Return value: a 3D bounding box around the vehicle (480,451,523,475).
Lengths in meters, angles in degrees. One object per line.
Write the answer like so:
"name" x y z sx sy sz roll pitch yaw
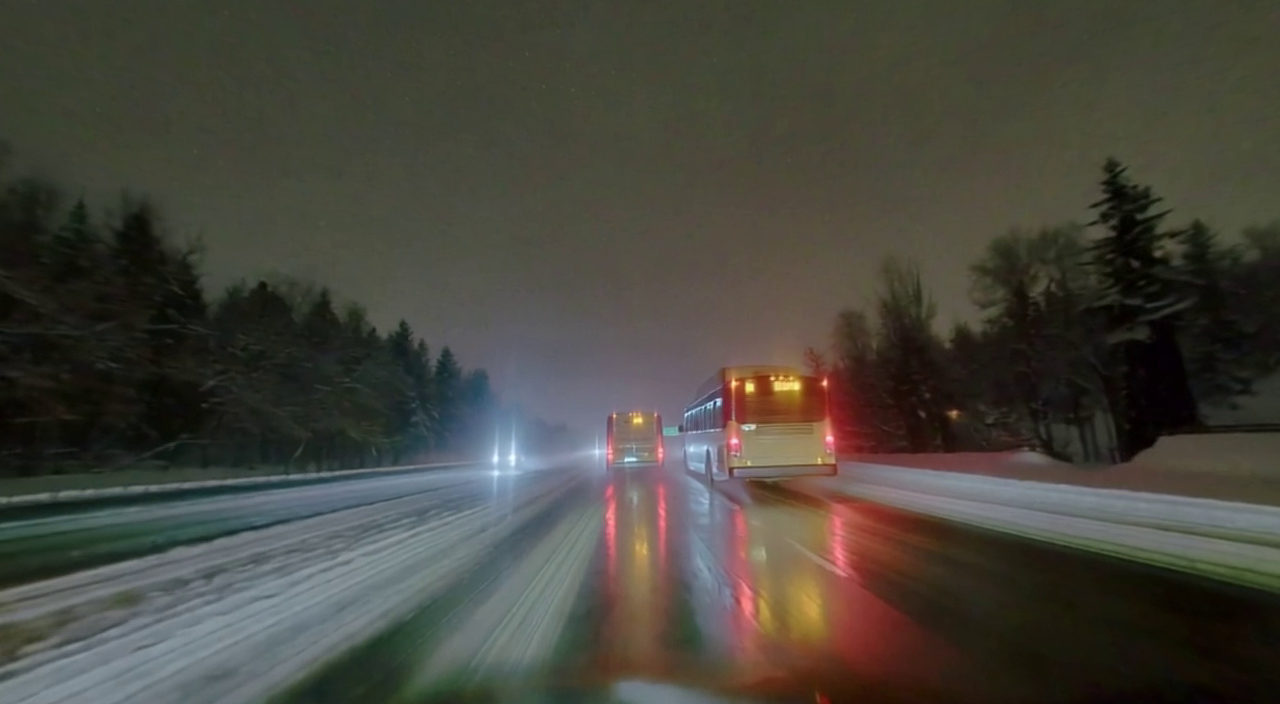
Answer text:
"vehicle" -9.178 7.376 41.833 1.967 1.518 4.110 -1 -9 0

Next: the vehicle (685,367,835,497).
"vehicle" 3.869 3.230 24.281 3.074 3.668 12.805 0 -9 -1

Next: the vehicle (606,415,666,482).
"vehicle" -0.183 4.366 28.340 2.414 2.675 5.574 -1 -9 0
